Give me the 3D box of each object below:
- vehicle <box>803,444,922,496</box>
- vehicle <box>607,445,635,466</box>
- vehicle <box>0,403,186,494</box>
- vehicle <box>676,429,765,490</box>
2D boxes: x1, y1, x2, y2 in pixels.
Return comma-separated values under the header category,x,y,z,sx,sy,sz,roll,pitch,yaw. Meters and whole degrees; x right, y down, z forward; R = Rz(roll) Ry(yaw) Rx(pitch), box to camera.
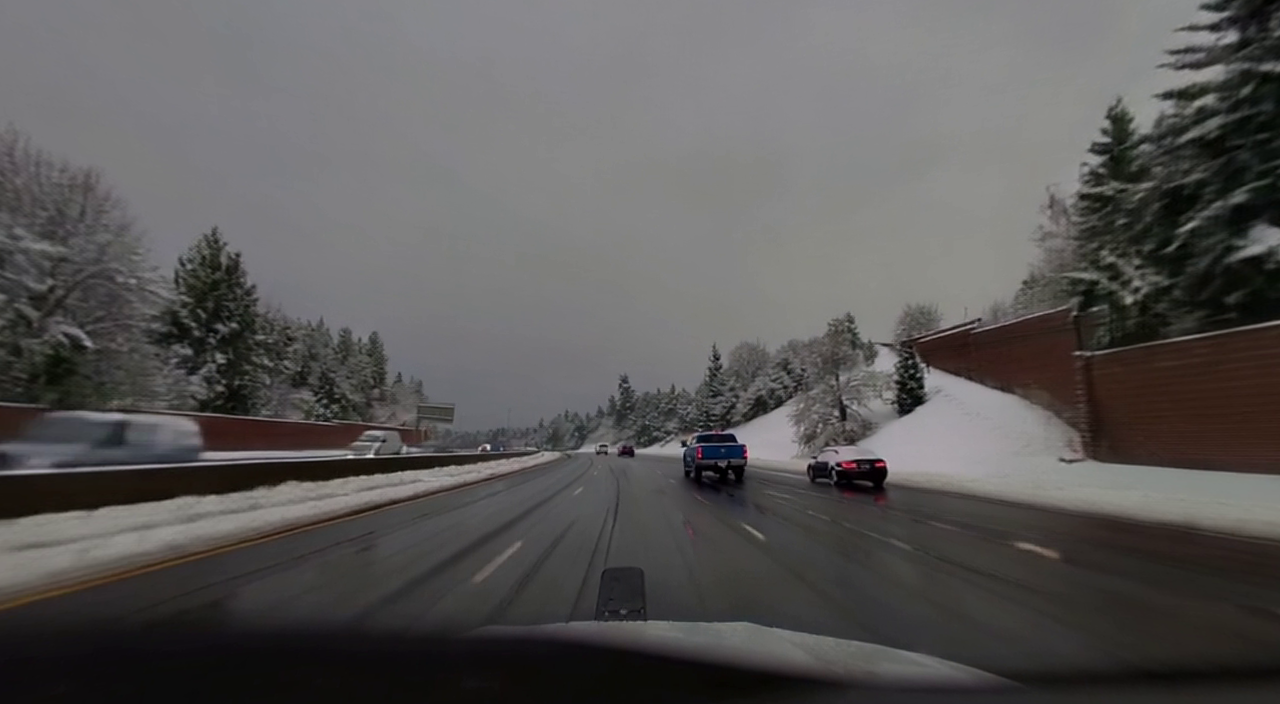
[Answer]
category,x,y,z,sx,sy,sz,roll,pitch,yaw
vehicle,7.200,3.837,21.083,1.976,1.485,4.925,0,-8,-3
vehicle,-1.561,8.062,49.327,2.050,1.607,3.821,0,-8,-4
vehicle,-14.293,2.336,15.282,2.330,1.837,5.815,0,-8,-1
vehicle,2.818,3.946,23.553,2.374,1.952,5.431,0,-8,-2
